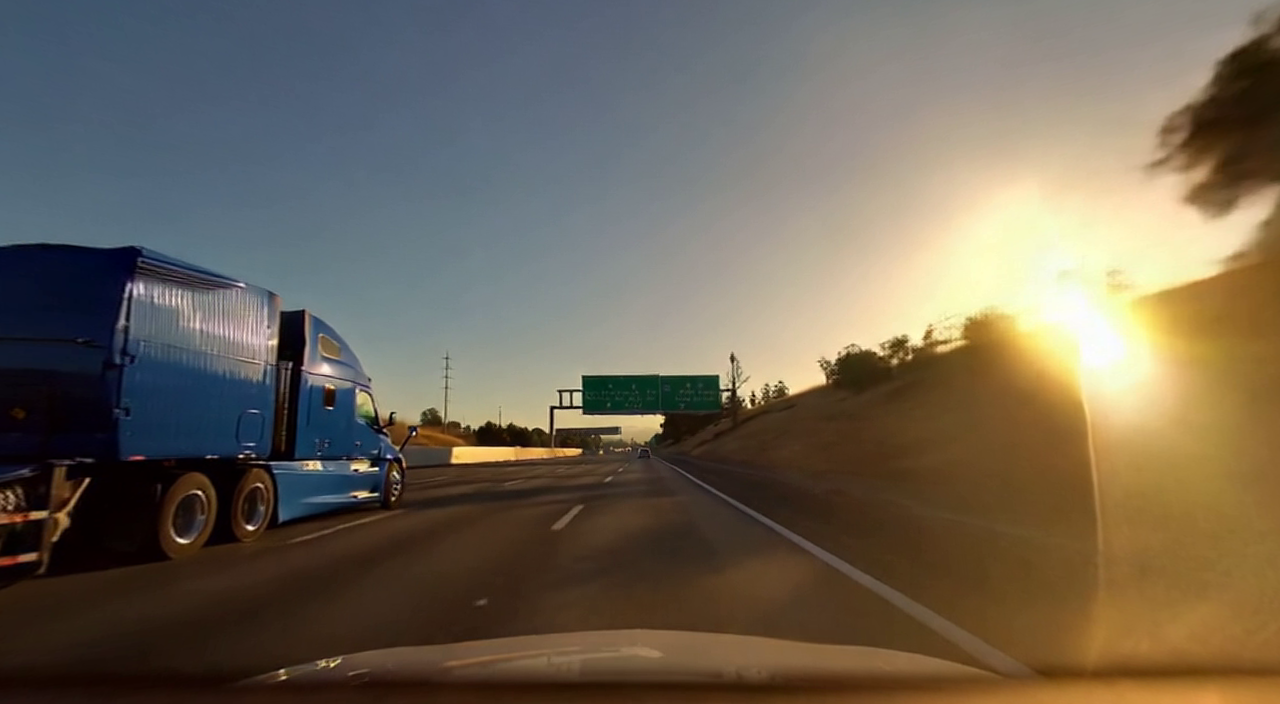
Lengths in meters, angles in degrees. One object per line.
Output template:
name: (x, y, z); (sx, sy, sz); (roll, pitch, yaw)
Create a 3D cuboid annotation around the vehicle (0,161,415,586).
vehicle: (-6.880, 0.749, 10.099); (2.996, 3.947, 8.600); (1, -9, 2)
